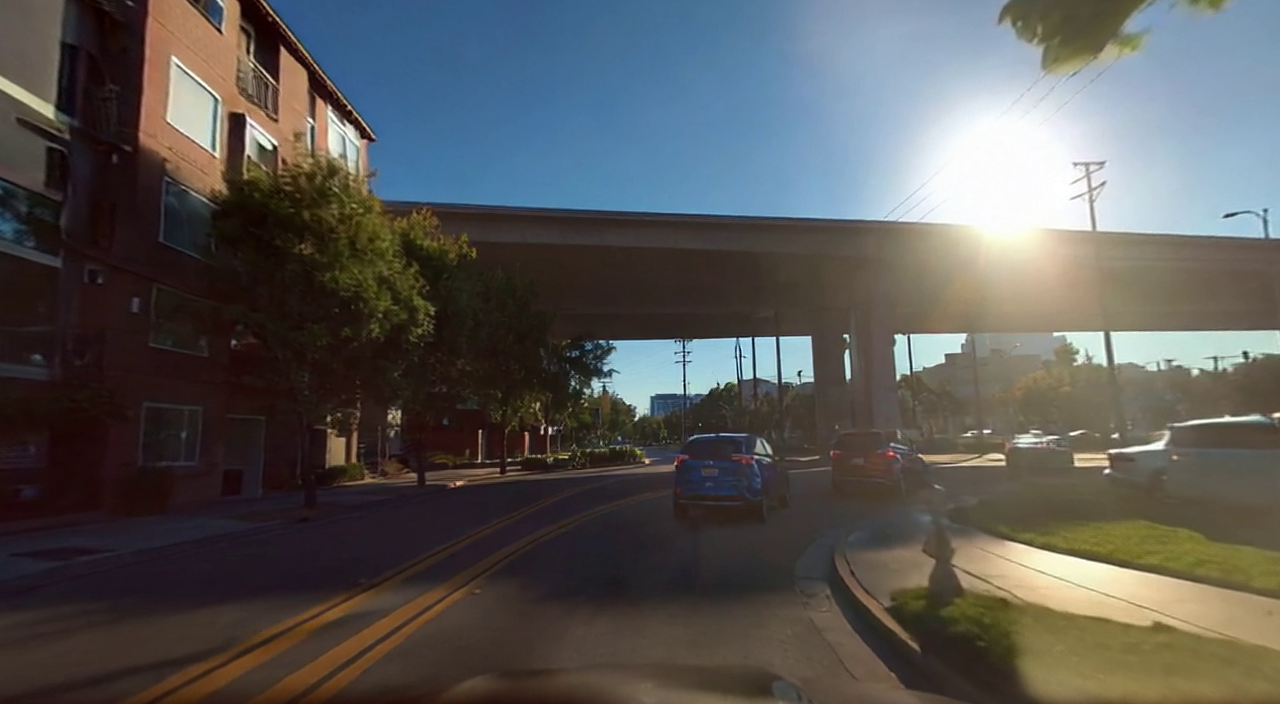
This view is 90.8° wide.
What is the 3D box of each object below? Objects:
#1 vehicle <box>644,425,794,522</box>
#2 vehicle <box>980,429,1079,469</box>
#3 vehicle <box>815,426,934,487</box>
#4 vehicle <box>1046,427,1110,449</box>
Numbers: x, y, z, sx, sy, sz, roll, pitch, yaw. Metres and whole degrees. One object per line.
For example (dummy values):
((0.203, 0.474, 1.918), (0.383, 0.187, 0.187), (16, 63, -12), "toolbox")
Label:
((1.821, 2.390, 12.995), (2.087, 1.578, 4.652), (-3, -9, 19), "vehicle")
((18.775, 4.662, 30.438), (4.310, 1.762, 1.995), (4, -10, -27), "vehicle")
((8.312, 3.598, 22.161), (2.241, 1.885, 4.771), (-6, -10, 41), "vehicle")
((33.729, 6.667, 48.626), (4.444, 1.611, 1.901), (4, -9, -25), "vehicle")
